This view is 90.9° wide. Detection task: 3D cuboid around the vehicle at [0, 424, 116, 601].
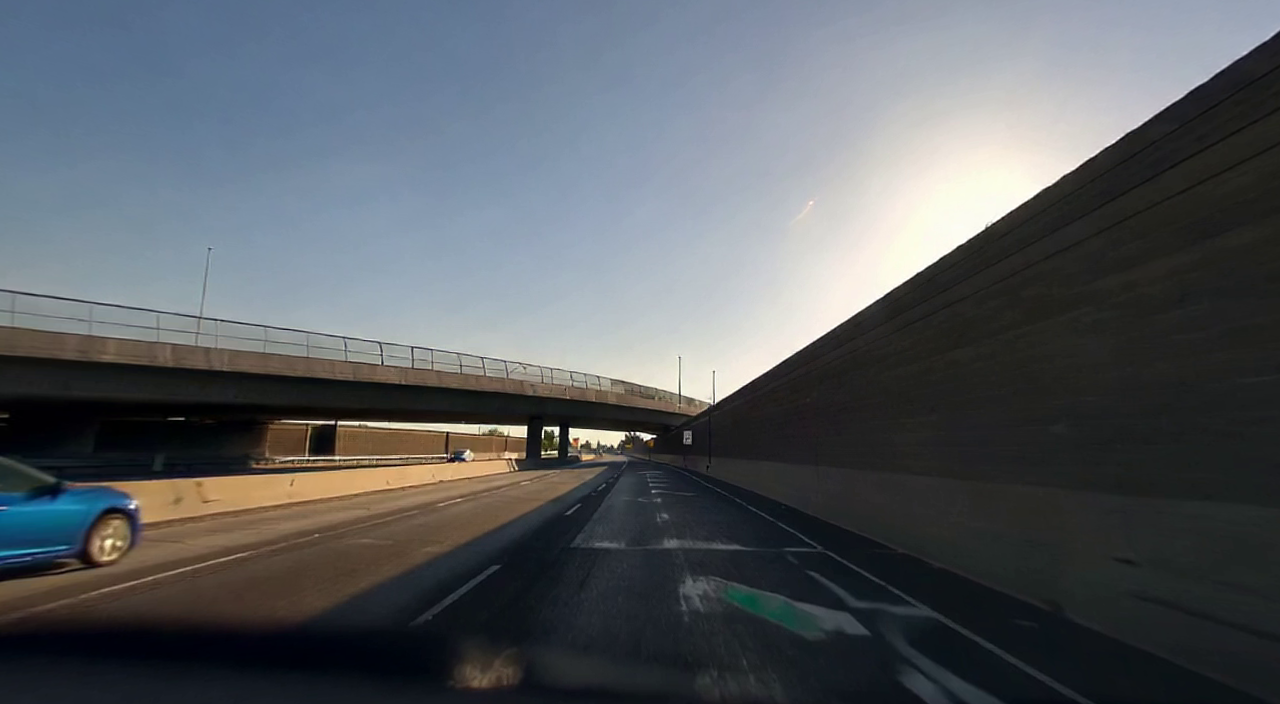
[{"bbox_3d":[-6.917,1.287,4.636,2.172,1.587,4.518,0,-9,1],"label":"vehicle"}]
